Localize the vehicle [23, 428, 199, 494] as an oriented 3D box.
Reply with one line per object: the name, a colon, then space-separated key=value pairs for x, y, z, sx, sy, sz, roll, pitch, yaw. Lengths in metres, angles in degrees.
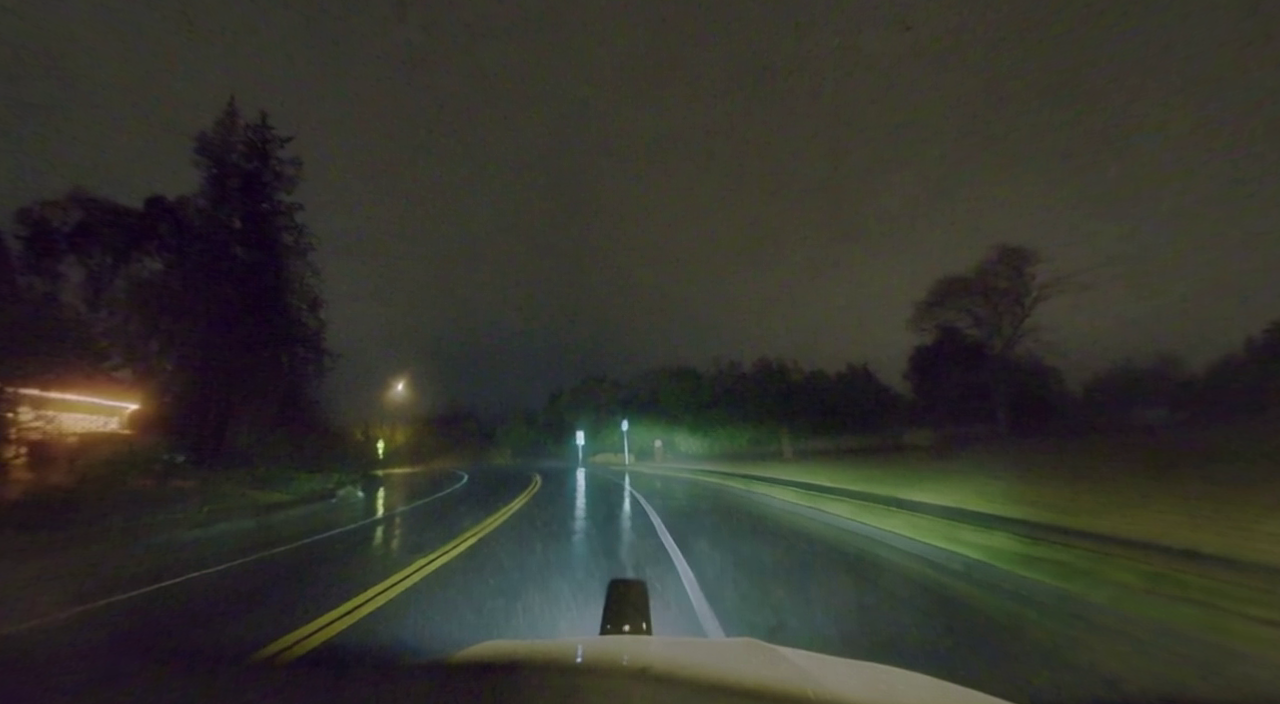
vehicle: x=-16.621 y=3.384 z=19.851 sx=4.562 sy=1.857 sz=2.129 roll=-3 pitch=-9 yaw=21
